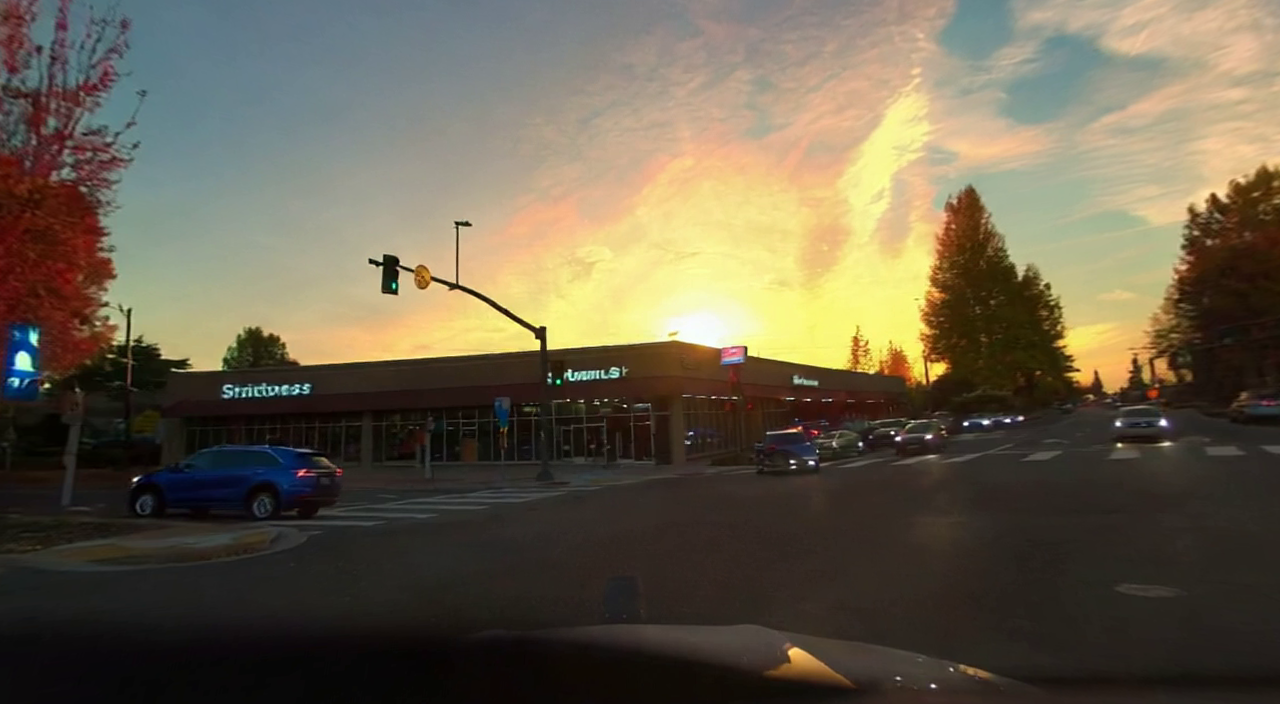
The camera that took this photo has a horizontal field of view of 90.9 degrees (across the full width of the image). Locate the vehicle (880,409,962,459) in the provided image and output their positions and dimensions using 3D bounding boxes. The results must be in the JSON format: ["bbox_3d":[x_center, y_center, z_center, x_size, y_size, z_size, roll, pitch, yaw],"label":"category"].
[{"bbox_3d":[12.243,3.587,27.287,2.331,1.971,4.946,-6,-10,33],"label":"vehicle"}]

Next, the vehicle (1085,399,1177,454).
[{"bbox_3d":[19.379,3.056,25.186,2.402,1.924,5.826,-6,-10,34],"label":"vehicle"}]

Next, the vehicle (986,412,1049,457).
[{"bbox_3d":[15.954,3.510,26.517,1.991,1.688,4.793,-6,-10,32],"label":"vehicle"}]

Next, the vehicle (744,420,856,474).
[{"bbox_3d":[6.784,3.850,26.231,2.524,1.834,5.787,-6,-7,35],"label":"vehicle"}]

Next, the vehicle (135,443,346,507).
[{"bbox_3d":[-12.199,3.749,19.522,5.110,1.814,2.146,-1,-8,3],"label":"vehicle"}]
